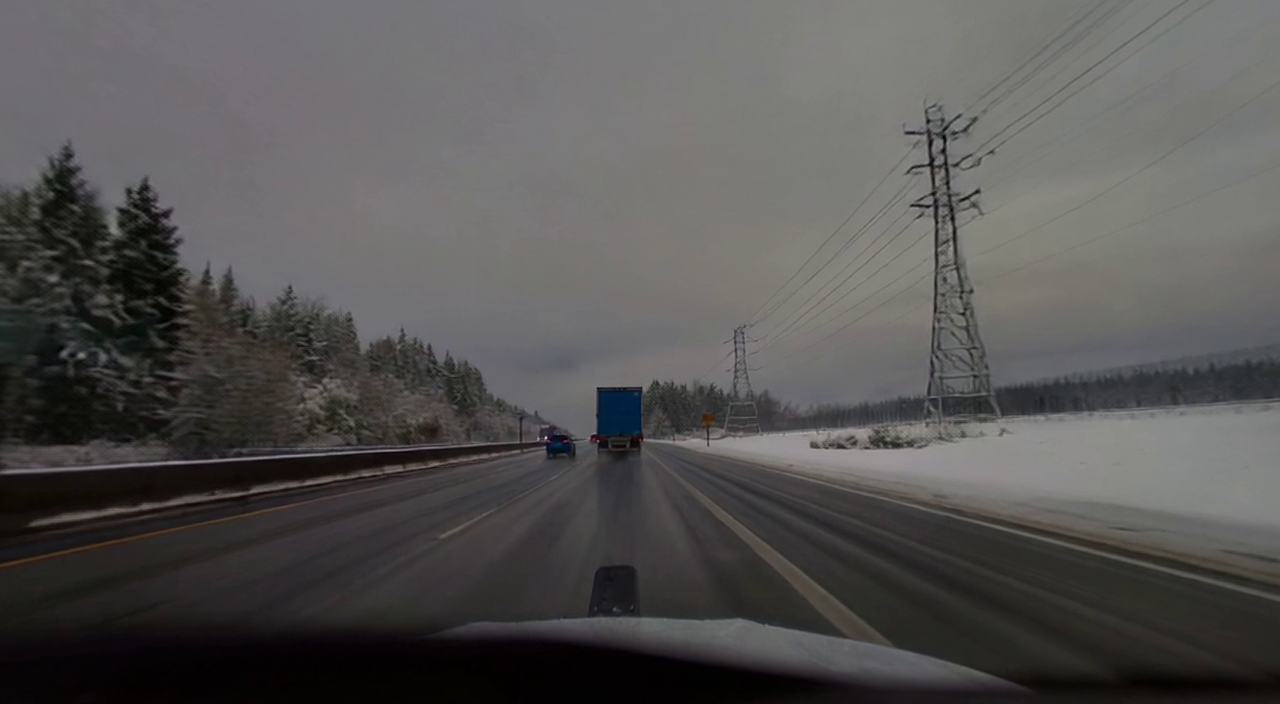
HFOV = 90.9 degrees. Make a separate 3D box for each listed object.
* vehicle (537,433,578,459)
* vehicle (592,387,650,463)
[{"bbox_3d":[-5.339,6.114,41.227,2.117,1.618,4.480,0,-8,-1],"label":"vehicle"},{"bbox_3d":[-1.107,4.343,36.905,2.955,3.851,9.915,0,-8,-2],"label":"vehicle"}]
